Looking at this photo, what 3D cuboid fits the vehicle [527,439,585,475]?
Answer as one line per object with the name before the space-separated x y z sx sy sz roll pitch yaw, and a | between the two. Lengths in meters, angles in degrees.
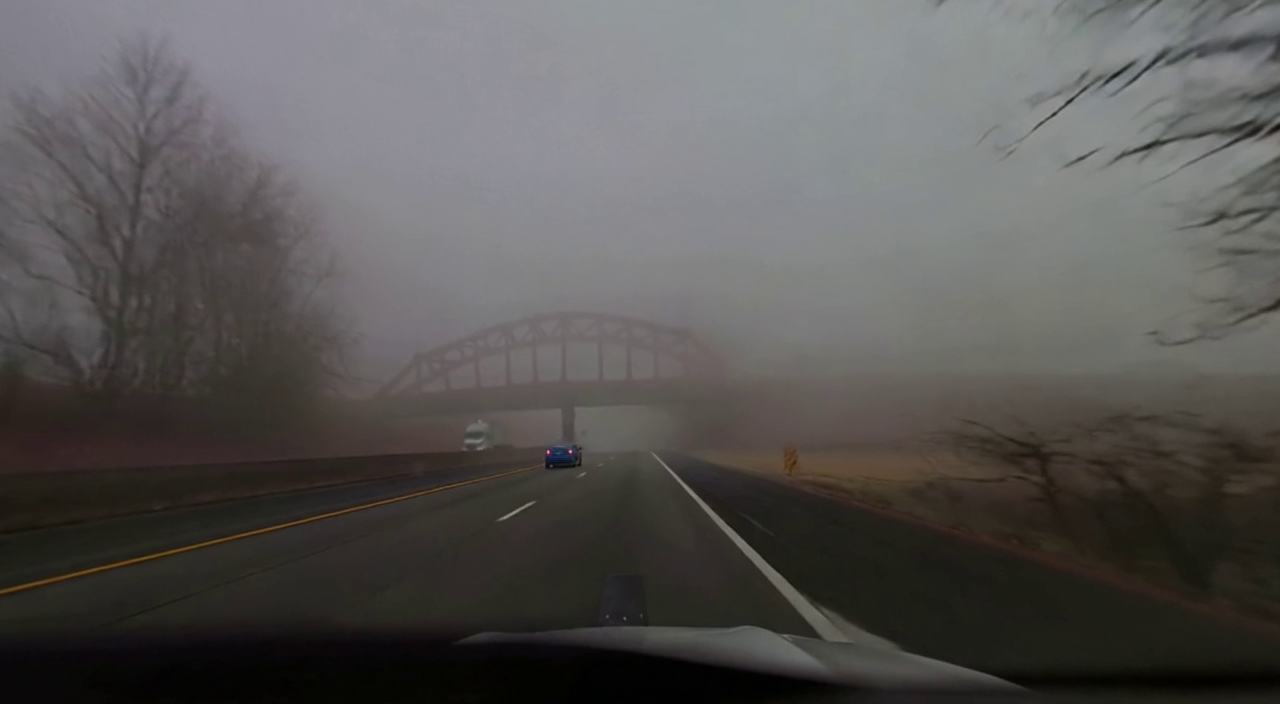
vehicle | -3.869 4.913 29.633 2.052 1.556 4.405 0 -8 1
